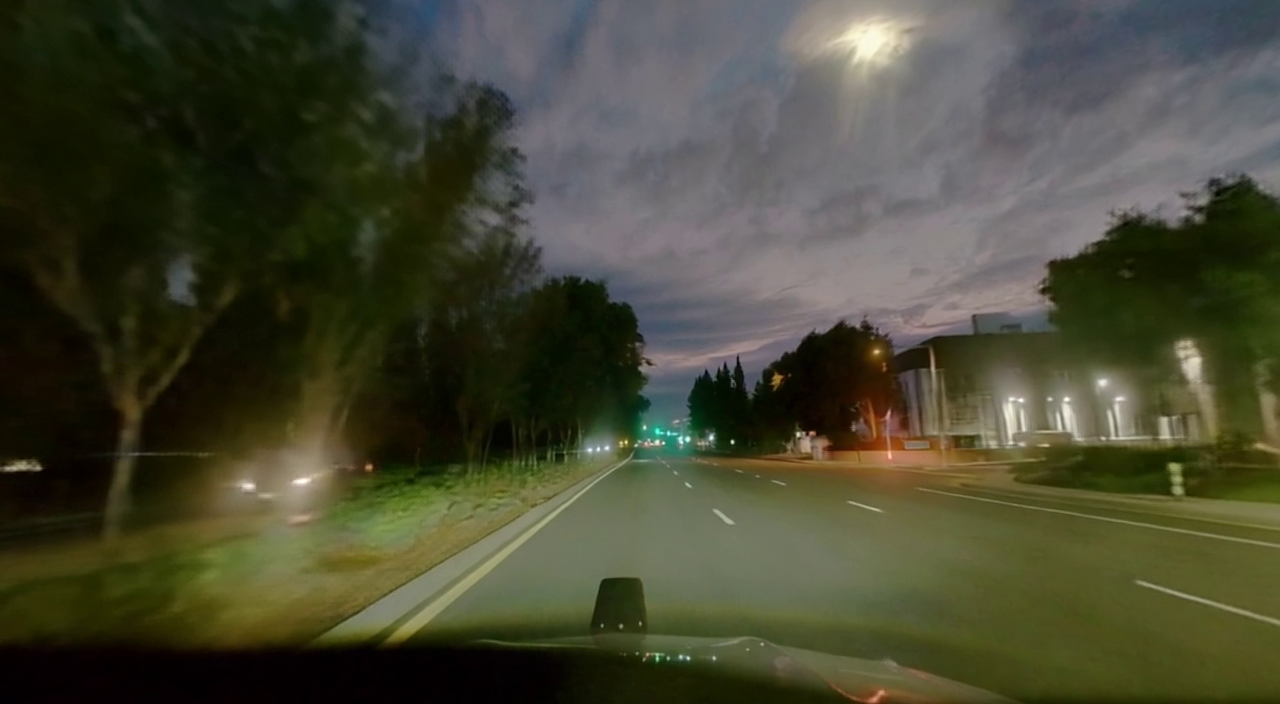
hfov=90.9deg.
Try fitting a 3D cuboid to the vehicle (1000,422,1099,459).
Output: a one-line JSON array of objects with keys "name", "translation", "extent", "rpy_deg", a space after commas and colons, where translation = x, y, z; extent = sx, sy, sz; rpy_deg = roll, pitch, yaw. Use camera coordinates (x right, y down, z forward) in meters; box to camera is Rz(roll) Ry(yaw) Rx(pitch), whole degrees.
[{"name": "vehicle", "translation": [27.899, 6.097, 43.296], "extent": [2.186, 2.298, 5.989], "rpy_deg": [1, -8, -7]}]

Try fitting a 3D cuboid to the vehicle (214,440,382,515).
[{"name": "vehicle", "translation": [-8.526, 3.114, 16.278], "extent": [1.948, 1.647, 4.275], "rpy_deg": [0, -8, 0]}]
